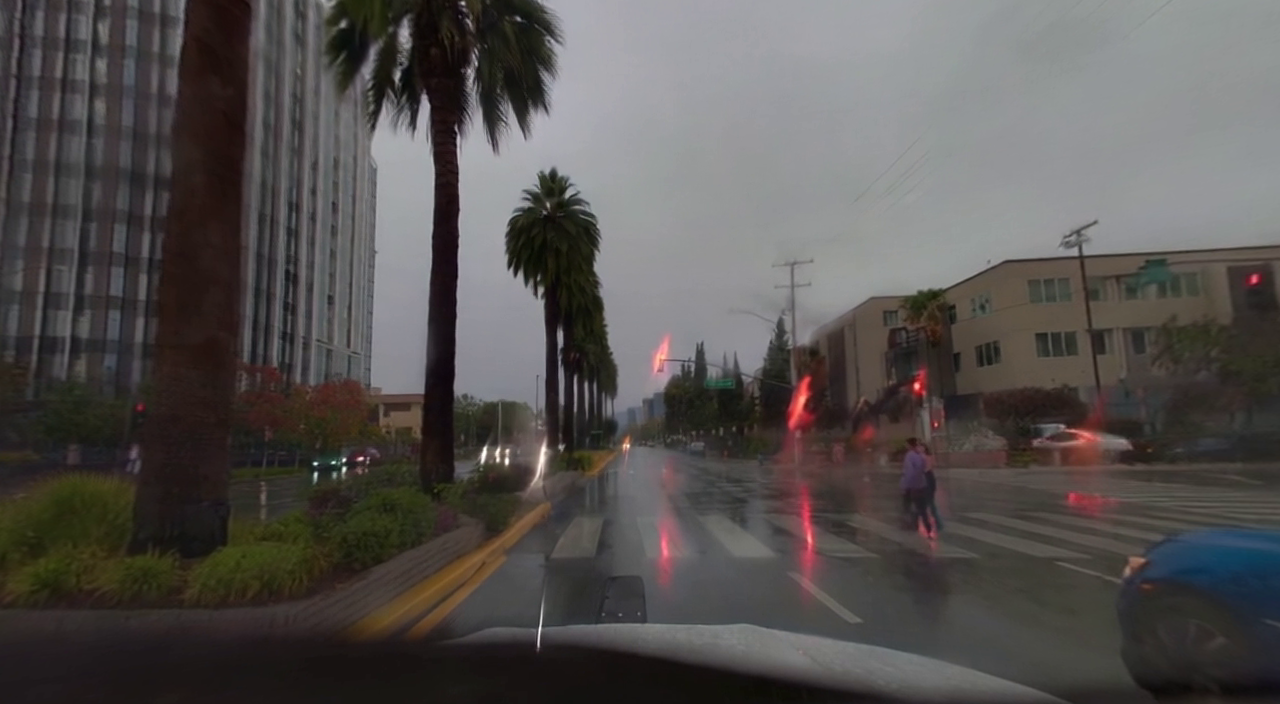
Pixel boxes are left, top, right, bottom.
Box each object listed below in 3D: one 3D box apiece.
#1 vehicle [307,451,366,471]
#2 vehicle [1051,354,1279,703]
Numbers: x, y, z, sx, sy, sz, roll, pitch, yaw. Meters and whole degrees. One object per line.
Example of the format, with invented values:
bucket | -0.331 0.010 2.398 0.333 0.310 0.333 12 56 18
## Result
vehicle | -23.645 8.474 49.415 1.955 1.480 5.163 0 -9 1
vehicle | 3.325 0.691 1.331 2.060 1.631 4.169 0 -9 0
